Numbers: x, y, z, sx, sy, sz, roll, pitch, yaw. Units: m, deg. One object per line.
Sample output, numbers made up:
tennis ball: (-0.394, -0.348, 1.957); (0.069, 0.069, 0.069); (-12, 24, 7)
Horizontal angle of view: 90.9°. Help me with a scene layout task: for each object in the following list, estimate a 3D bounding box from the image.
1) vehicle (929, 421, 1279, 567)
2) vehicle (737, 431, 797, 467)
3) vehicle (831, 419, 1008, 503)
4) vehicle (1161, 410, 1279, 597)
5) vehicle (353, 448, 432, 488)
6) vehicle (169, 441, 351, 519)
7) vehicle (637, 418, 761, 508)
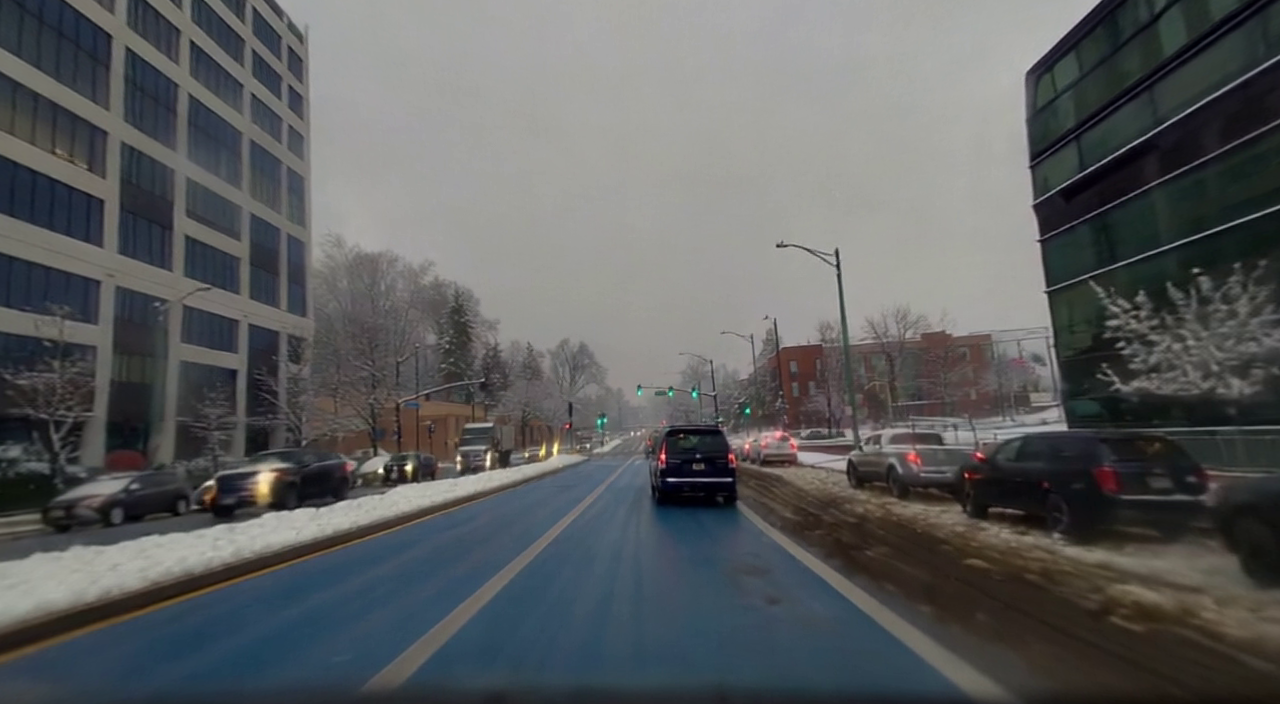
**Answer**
vehicle: (6.476, 1.913, 9.376); (2.106, 1.550, 5.046); (-1, -9, 2)
vehicle: (6.929, 5.368, 34.884); (2.205, 1.823, 5.078); (0, -9, 0)
vehicle: (6.794, 2.748, 16.258); (2.088, 1.761, 5.697); (-1, -9, 2)
vehicle: (6.628, 1.176, 4.529); (1.927, 1.631, 4.417); (0, -9, 0)
vehicle: (-11.994, 5.620, 30.999); (2.191, 1.763, 5.059); (0, -9, -4)
vehicle: (-10.040, 3.371, 17.253); (2.072, 1.806, 4.736); (0, -8, -1)
vehicle: (1.174, 2.550, 14.847); (2.283, 1.773, 4.255); (0, -9, -3)
